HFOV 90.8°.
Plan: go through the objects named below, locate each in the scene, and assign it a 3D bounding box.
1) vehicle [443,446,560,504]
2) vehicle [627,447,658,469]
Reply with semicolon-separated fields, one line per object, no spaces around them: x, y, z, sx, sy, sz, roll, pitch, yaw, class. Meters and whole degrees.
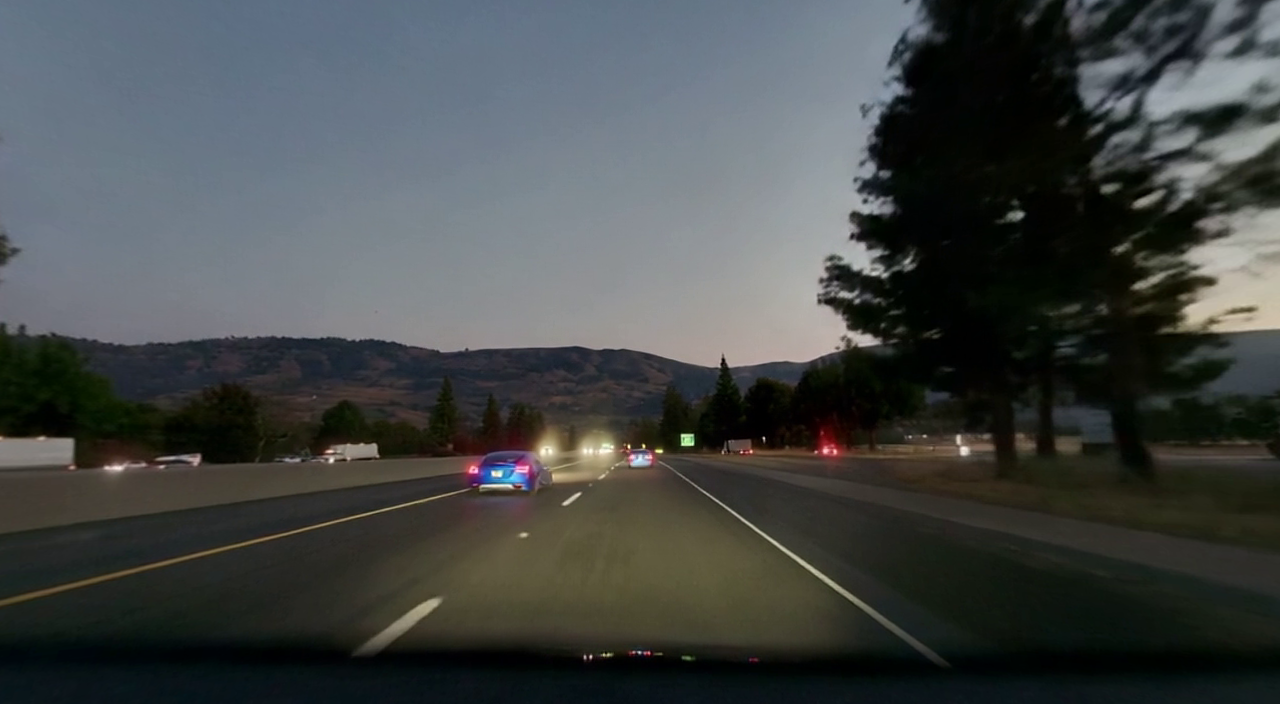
-3.781;3.450;18.219;2.170;1.451;4.584;0;-9;2;vehicle
0.164;7.514;44.966;2.079;1.450;3.942;0;-9;0;vehicle
